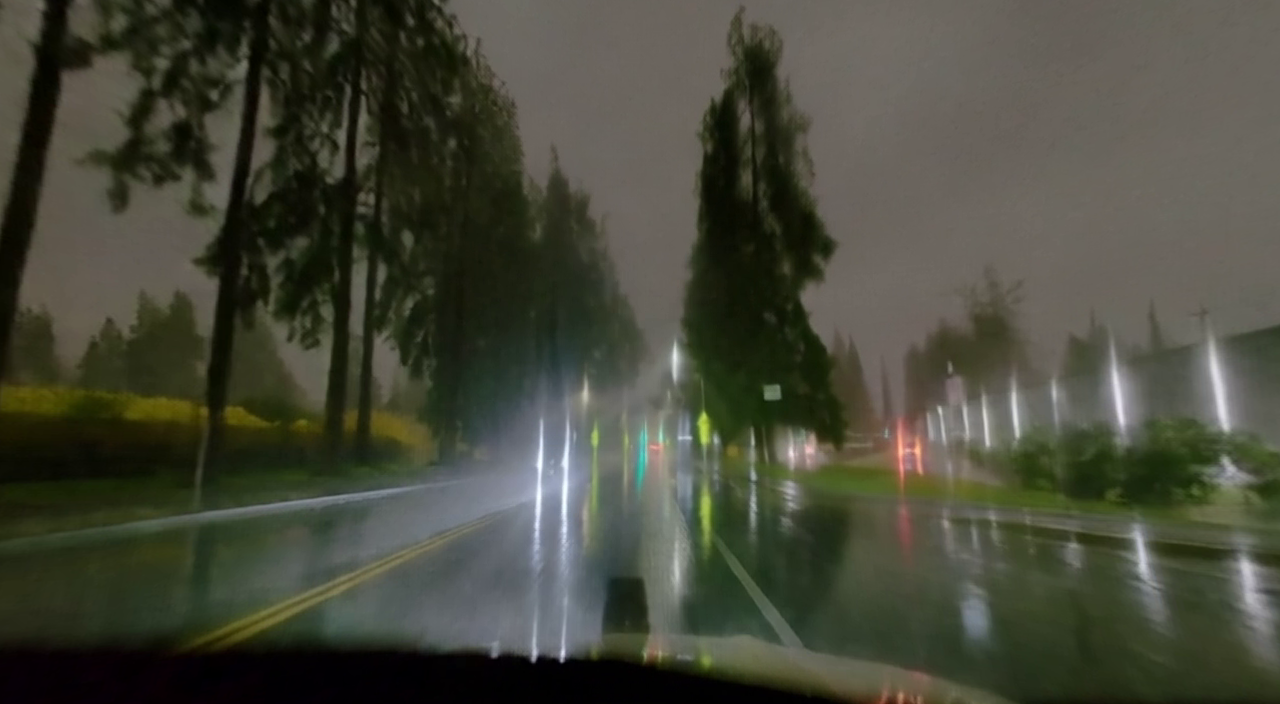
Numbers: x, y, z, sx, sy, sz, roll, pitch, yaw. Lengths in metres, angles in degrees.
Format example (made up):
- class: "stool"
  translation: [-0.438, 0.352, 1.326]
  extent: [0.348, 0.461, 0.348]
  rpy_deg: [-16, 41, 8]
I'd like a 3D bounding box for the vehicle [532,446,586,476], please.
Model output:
- class: "vehicle"
  translation: [-3.964, 5.396, 31.450]
  extent: [1.923, 1.366, 3.965]
  rpy_deg: [-1, -8, 4]
